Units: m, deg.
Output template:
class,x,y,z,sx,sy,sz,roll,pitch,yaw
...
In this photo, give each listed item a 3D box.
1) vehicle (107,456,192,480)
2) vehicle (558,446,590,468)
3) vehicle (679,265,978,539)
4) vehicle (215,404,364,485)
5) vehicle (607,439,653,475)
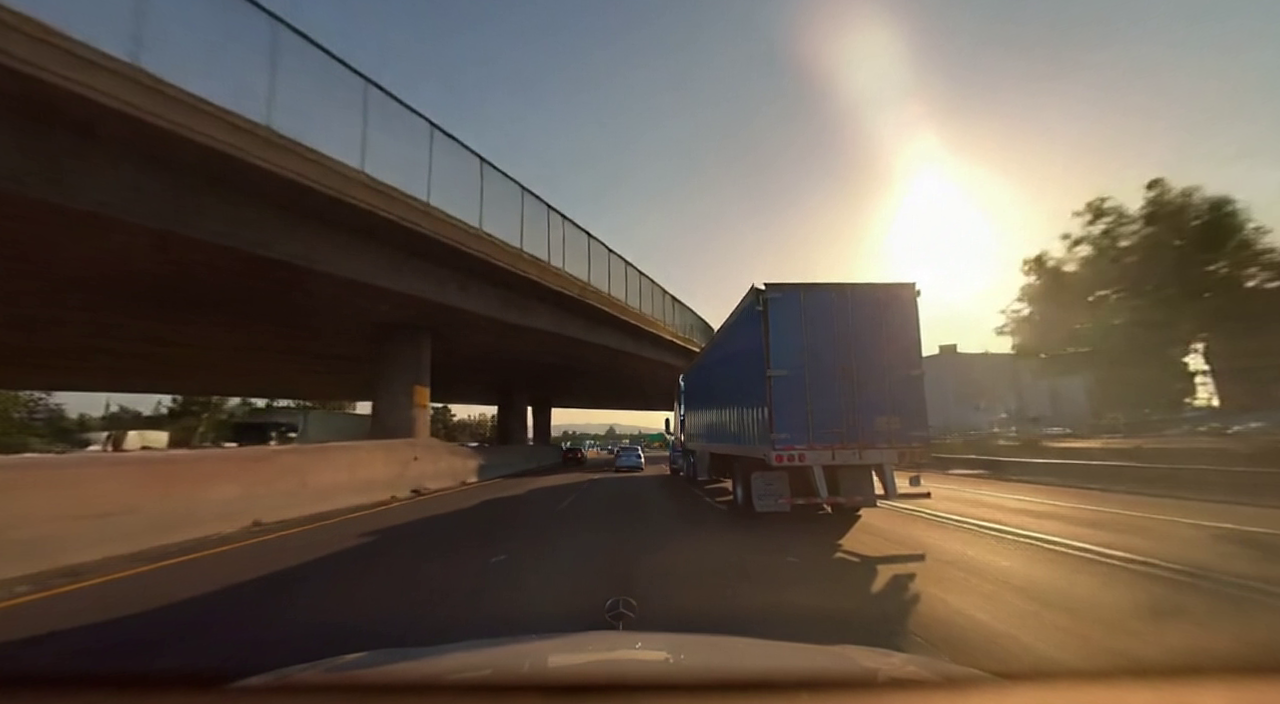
class,x,y,z,sx,sy,sz,roll,pitch,yaw
vehicle,-32.606,7.682,42.140,2.095,1.431,3.882,-2,-9,14
vehicle,-4.783,7.688,46.394,1.995,1.491,4.317,0,-9,-1
vehicle,3.266,1.902,17.444,2.996,4.123,15.965,0,-9,-1
vehicle,-16.905,4.605,31.318,2.825,3.463,7.924,0,-9,-1
vehicle,-0.501,5.351,32.302,2.191,1.685,4.015,0,-9,-1
